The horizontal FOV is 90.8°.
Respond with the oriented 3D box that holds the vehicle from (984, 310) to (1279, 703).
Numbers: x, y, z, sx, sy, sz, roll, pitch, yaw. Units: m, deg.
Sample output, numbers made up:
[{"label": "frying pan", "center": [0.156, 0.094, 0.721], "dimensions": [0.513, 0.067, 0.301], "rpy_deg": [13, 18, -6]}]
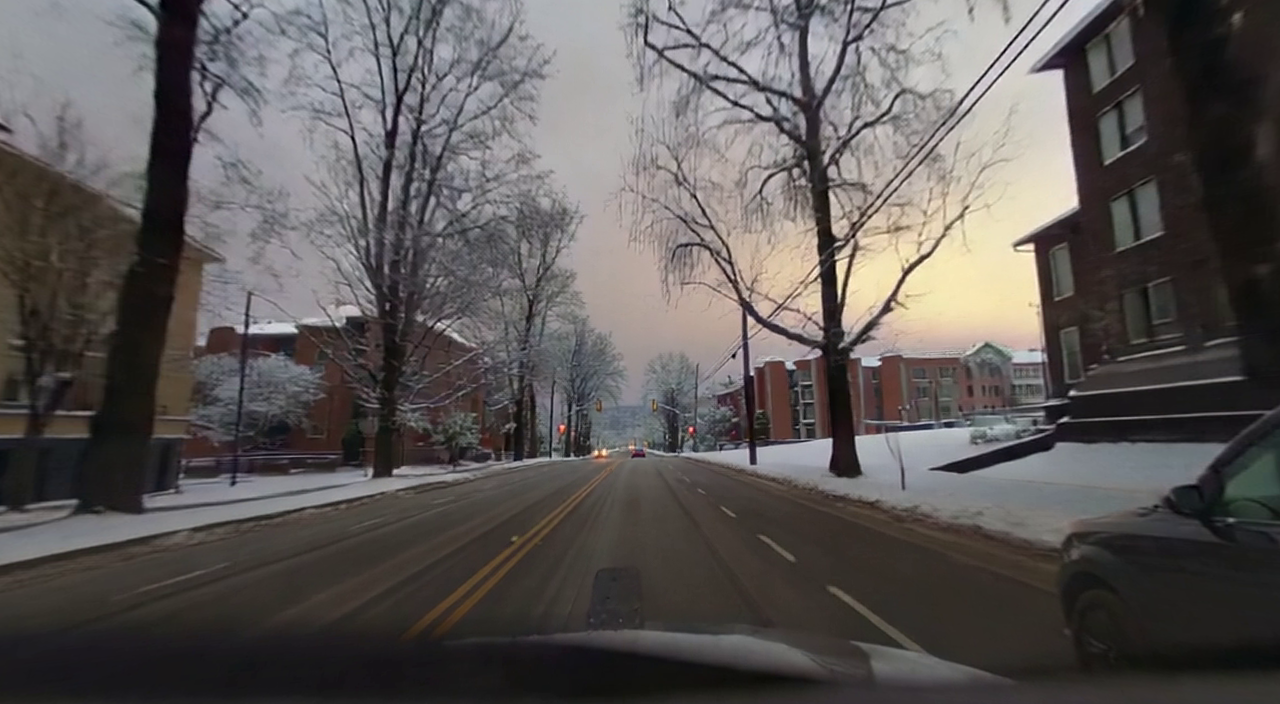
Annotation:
[{"label": "vehicle", "center": [3.118, 0.653, 1.159], "dimensions": [2.224, 1.791, 4.834], "rpy_deg": [0, -8, 0]}]
